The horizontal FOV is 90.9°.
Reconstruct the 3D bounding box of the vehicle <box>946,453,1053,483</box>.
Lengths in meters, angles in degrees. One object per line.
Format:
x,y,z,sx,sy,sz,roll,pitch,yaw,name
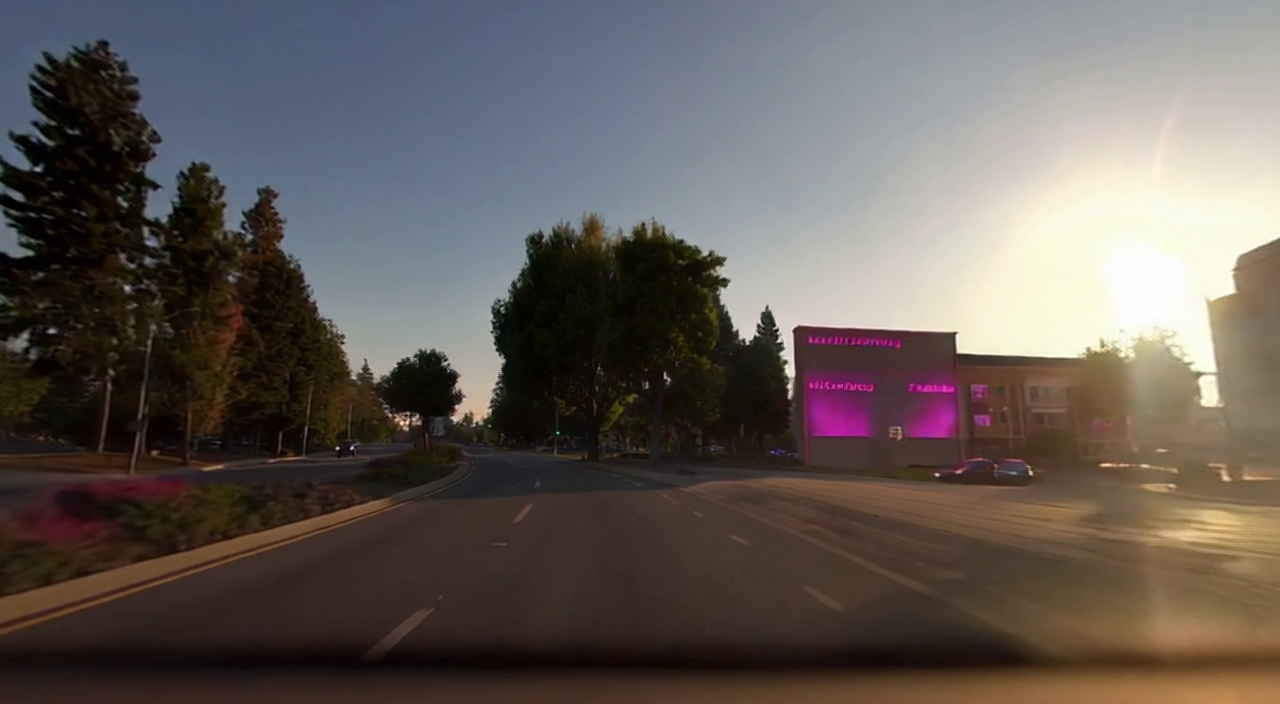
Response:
21.003,6.811,36.998,4.946,1.656,2.139,0,-9,2,vehicle
